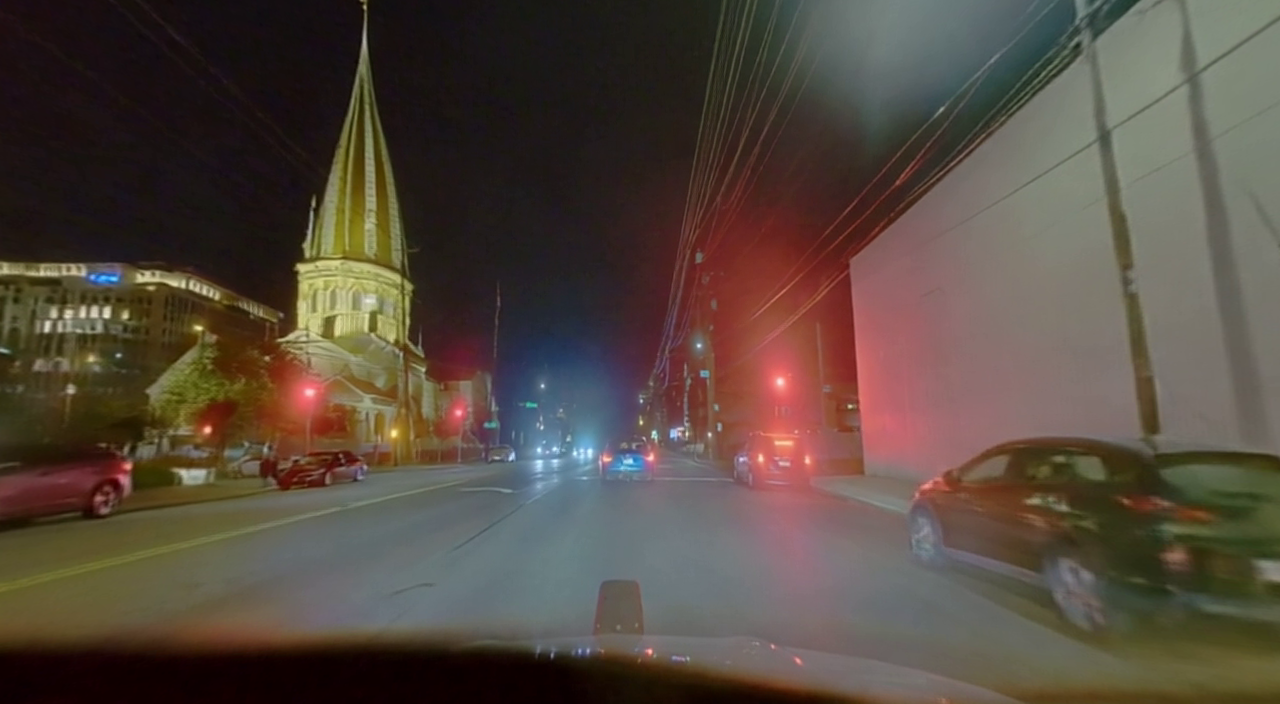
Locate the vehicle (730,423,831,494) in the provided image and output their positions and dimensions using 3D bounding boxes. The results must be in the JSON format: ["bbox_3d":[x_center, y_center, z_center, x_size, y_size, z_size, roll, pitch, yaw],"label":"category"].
[{"bbox_3d":[3.909,3.052,18.365,2.015,1.780,4.261,0,-9,1],"label":"vehicle"}]

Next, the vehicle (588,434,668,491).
[{"bbox_3d":[-0.321,3.168,18.452,2.049,1.453,4.299,0,-9,-1],"label":"vehicle"}]

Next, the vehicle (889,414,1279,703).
[{"bbox_3d":[3.915,1.317,5.302,2.003,1.524,3.868,0,-5,-1],"label":"vehicle"}]

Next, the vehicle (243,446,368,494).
[{"bbox_3d":[-11.999,4.233,23.111,1.980,1.502,4.655,-2,-9,1],"label":"vehicle"}]

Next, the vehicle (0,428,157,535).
[{"bbox_3d":[-12.101,2.459,11.829,2.071,1.814,5.185,-5,-9,0],"label":"vehicle"}]
